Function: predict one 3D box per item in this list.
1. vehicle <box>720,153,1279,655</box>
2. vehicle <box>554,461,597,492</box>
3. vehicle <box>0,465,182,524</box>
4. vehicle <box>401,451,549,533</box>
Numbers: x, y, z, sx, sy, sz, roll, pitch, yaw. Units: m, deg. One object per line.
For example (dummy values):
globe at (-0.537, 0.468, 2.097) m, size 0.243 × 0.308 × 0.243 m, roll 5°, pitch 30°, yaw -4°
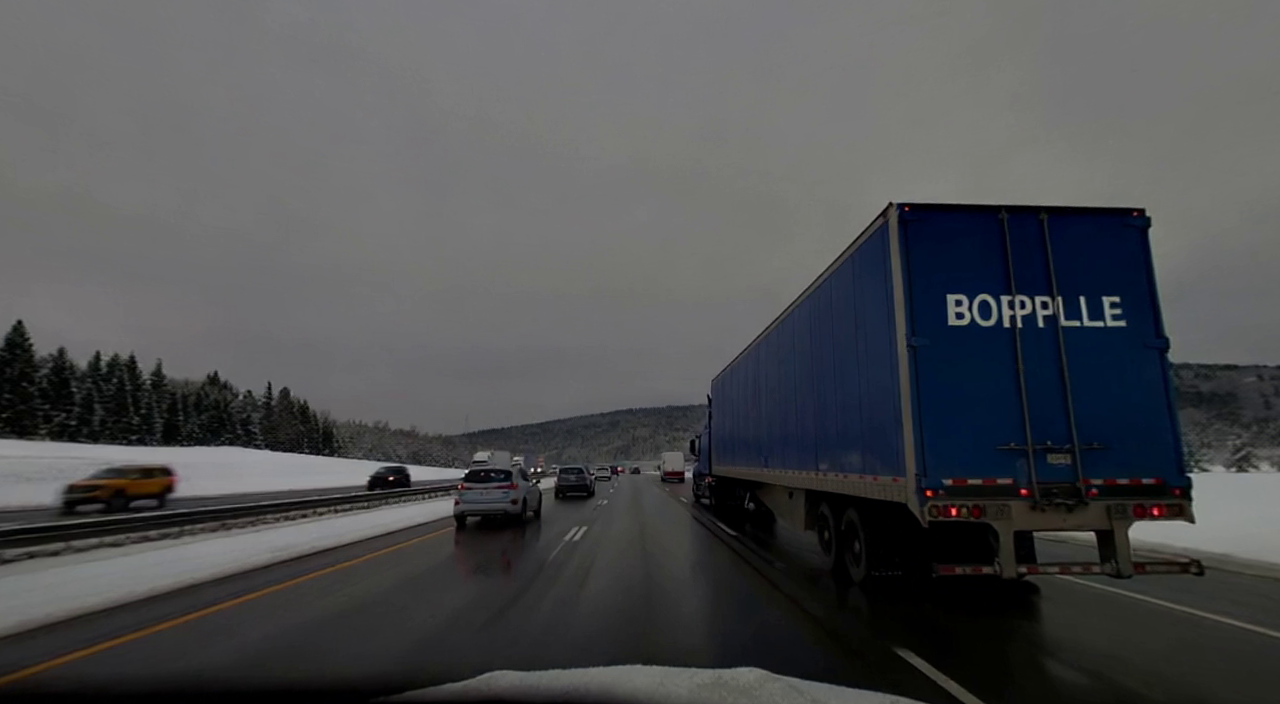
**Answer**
vehicle at (3.896, 1.573, 12.030) m, size 2.839 × 4.062 × 14.051 m, roll 1°, pitch -11°, yaw 0°
vehicle at (-3.784, 7.385, 37.484) m, size 2.063 × 1.671 × 4.197 m, roll 1°, pitch -11°, yaw 0°
vehicle at (-15.581, 4.034, 18.188) m, size 1.748 × 1.484 × 3.887 m, roll 1°, pitch -11°, yaw 0°
vehicle at (-3.606, 3.215, 14.881) m, size 2.088 × 1.566 × 4.853 m, roll 1°, pitch -11°, yaw 1°
